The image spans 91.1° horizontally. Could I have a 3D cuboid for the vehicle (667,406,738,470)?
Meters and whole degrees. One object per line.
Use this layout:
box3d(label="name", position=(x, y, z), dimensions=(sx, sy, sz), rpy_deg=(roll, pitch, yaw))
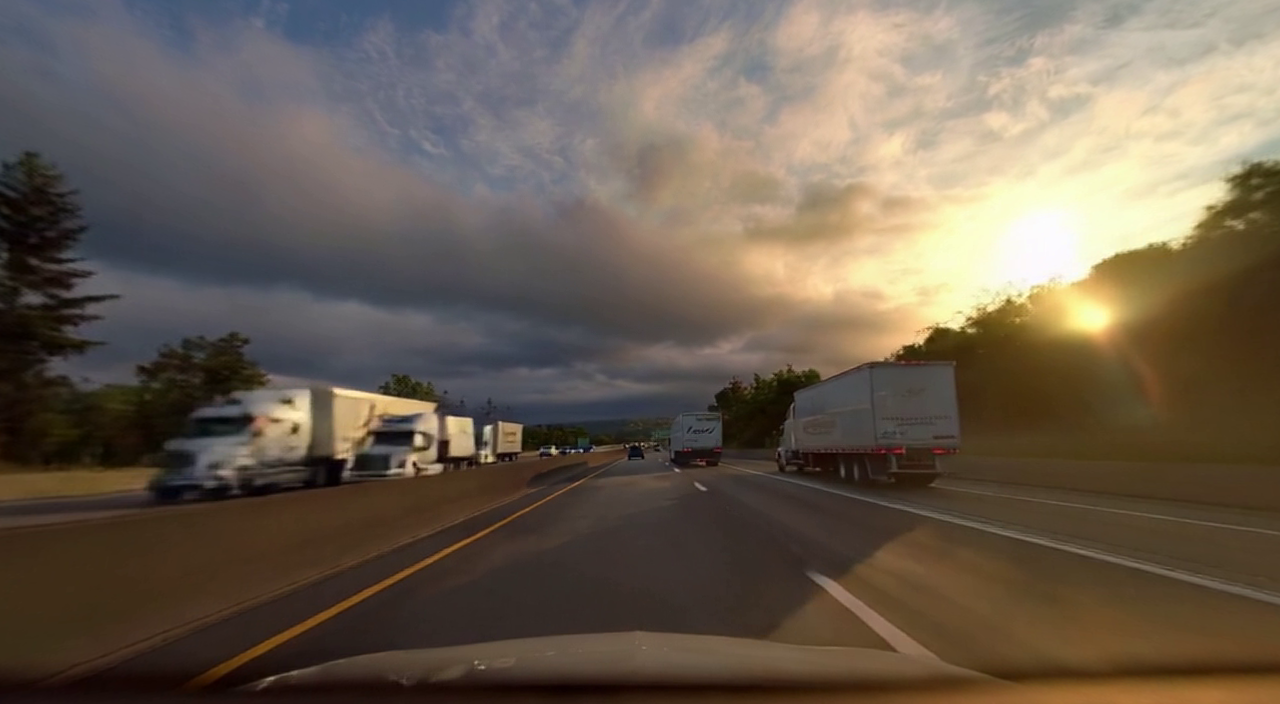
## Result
box3d(label="vehicle", position=(3.993, 5.955, 43.811), dimensions=(3.288, 3.717, 13.646), rpy_deg=(0, -7, -1))

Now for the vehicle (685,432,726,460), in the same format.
box3d(label="vehicle", position=(4.090, 5.940, 39.924), dimensions=(2.120, 1.651, 4.639), rpy_deg=(0, -8, 0))

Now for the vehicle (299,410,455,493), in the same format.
box3d(label="vehicle", position=(-9.126, 3.523, 22.861), dimensions=(2.506, 2.525, 7.037), rpy_deg=(0, -8, 1))

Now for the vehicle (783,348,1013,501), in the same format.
box3d(label="vehicle", position=(8.401, 2.804, 23.622), dimensions=(2.843, 4.053, 13.777), rpy_deg=(0, -8, 0))

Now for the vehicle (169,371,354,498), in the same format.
box3d(label="vehicle", position=(-13.492, 3.039, 23.195), dimensions=(2.984, 4.048, 5.886), rpy_deg=(0, -8, 1))
